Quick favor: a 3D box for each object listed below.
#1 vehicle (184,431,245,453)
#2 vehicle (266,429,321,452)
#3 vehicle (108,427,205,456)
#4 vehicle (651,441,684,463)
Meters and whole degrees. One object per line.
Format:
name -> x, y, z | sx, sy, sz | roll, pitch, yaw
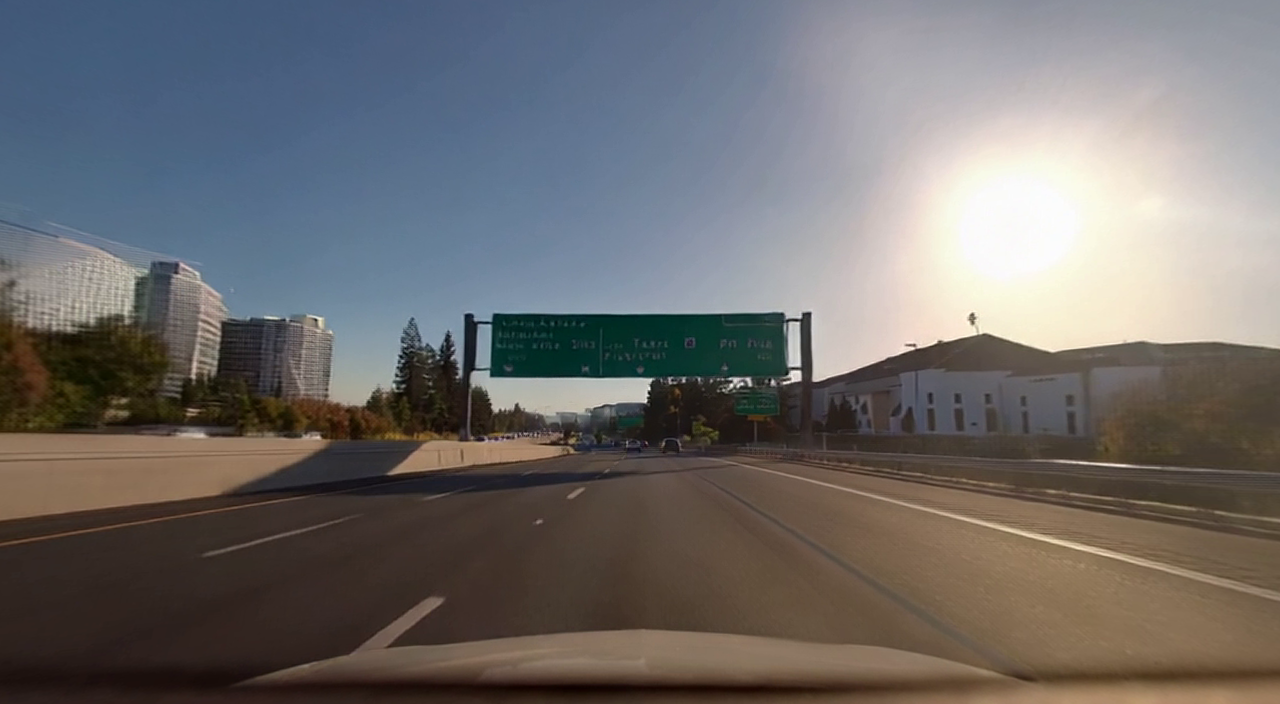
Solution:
vehicle -> -29.933, 6.385, 44.500 | 1.671, 1.450, 3.753 | 0, -8, 0
vehicle -> -26.350, 6.784, 48.116 | 1.796, 1.563, 3.964 | 3, -8, 0
vehicle -> -25.969, 4.845, 34.088 | 1.737, 1.421, 4.473 | 0, -8, 0
vehicle -> 1.884, 7.025, 44.400 | 2.036, 1.486, 4.375 | 0, -8, -2
